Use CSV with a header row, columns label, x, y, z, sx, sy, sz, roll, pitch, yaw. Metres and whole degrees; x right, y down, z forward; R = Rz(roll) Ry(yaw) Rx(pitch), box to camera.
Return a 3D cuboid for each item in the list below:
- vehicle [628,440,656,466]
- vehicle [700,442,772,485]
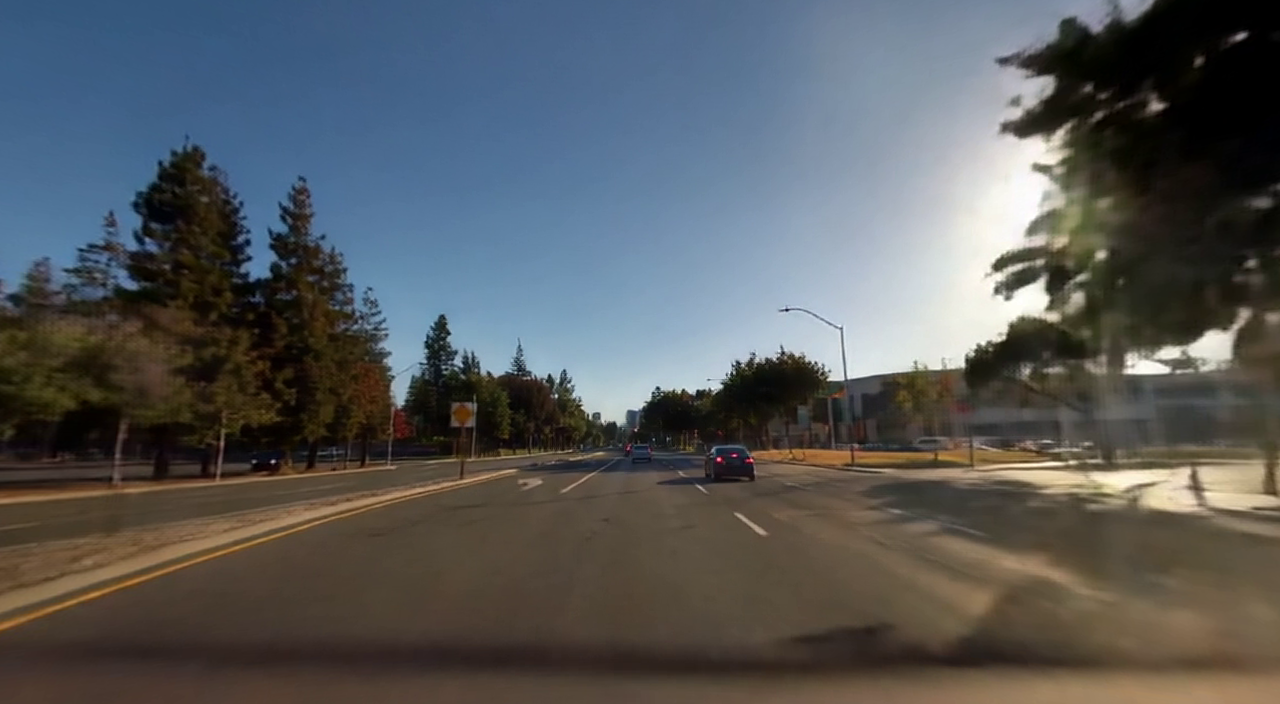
label,x,y,z,sx,sy,sz,roll,pitch,yaw
vehicle,0.101,7.375,46.322,1.988,1.800,4.322,0,-9,-1
vehicle,3.644,4.325,24.838,1.948,1.479,4.620,0,-9,-2
